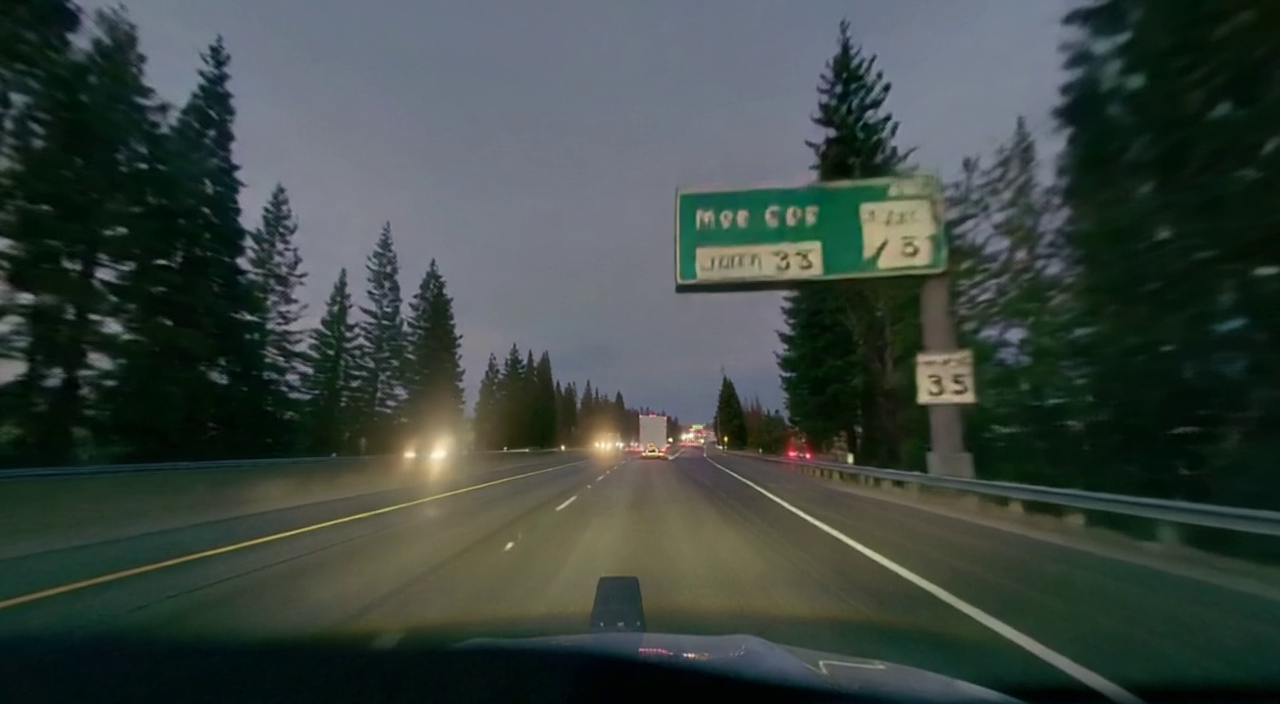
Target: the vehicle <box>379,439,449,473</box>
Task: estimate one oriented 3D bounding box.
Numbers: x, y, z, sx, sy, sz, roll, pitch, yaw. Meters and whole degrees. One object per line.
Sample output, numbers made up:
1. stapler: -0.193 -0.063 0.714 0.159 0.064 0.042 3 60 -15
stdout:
1. vehicle: -11.313 5.218 31.921 1.959 1.563 4.426 0 -8 0
